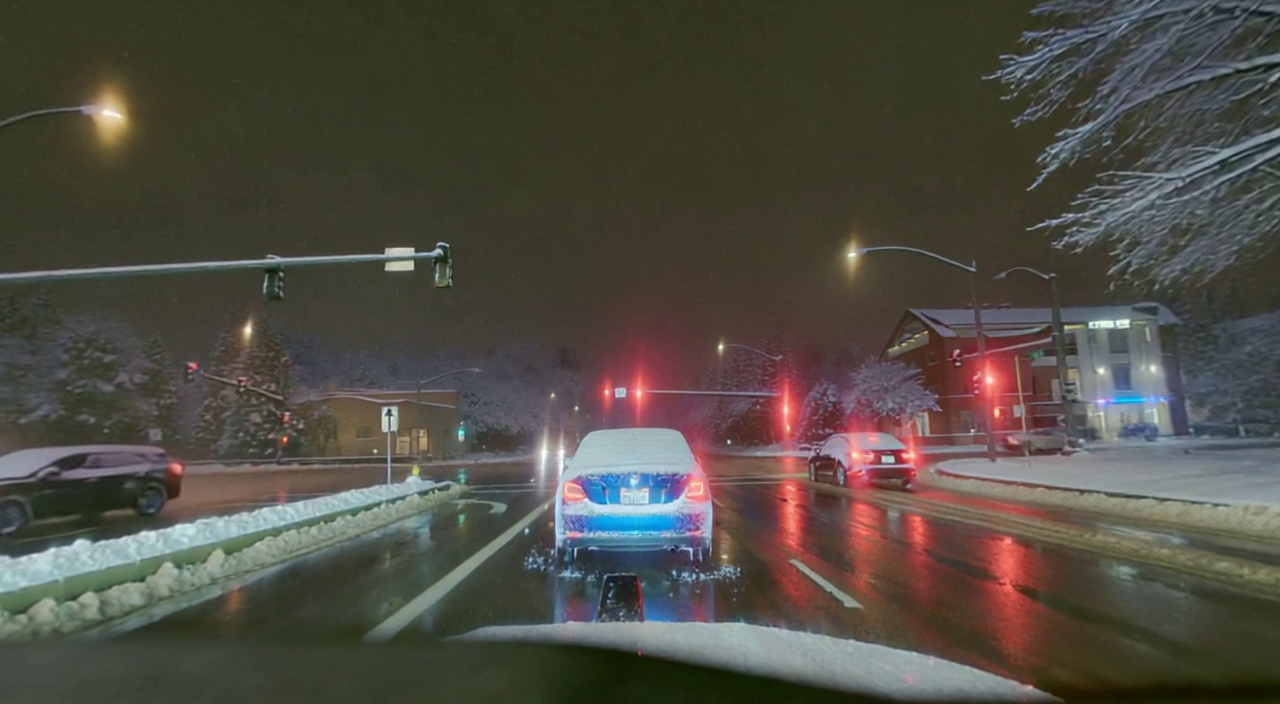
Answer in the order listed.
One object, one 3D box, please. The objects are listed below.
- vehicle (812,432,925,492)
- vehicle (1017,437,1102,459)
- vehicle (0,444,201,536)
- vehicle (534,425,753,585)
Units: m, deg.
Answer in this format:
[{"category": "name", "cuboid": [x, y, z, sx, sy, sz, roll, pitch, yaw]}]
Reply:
[{"category": "vehicle", "cuboid": [7.056, 3.437, 20.072, 2.039, 1.692, 4.319, 0, -8, 1]}, {"category": "vehicle", "cuboid": [29.281, 6.680, 44.128, 4.563, 1.454, 2.056, 1, -9, -5]}, {"category": "vehicle", "cuboid": [-12.645, 2.947, 14.242, 2.097, 1.710, 4.649, 0, -8, 0]}, {"category": "vehicle", "cuboid": [-0.021, 1.764, 8.152, 2.070, 1.488, 4.206, 0, -8, -2]}]
